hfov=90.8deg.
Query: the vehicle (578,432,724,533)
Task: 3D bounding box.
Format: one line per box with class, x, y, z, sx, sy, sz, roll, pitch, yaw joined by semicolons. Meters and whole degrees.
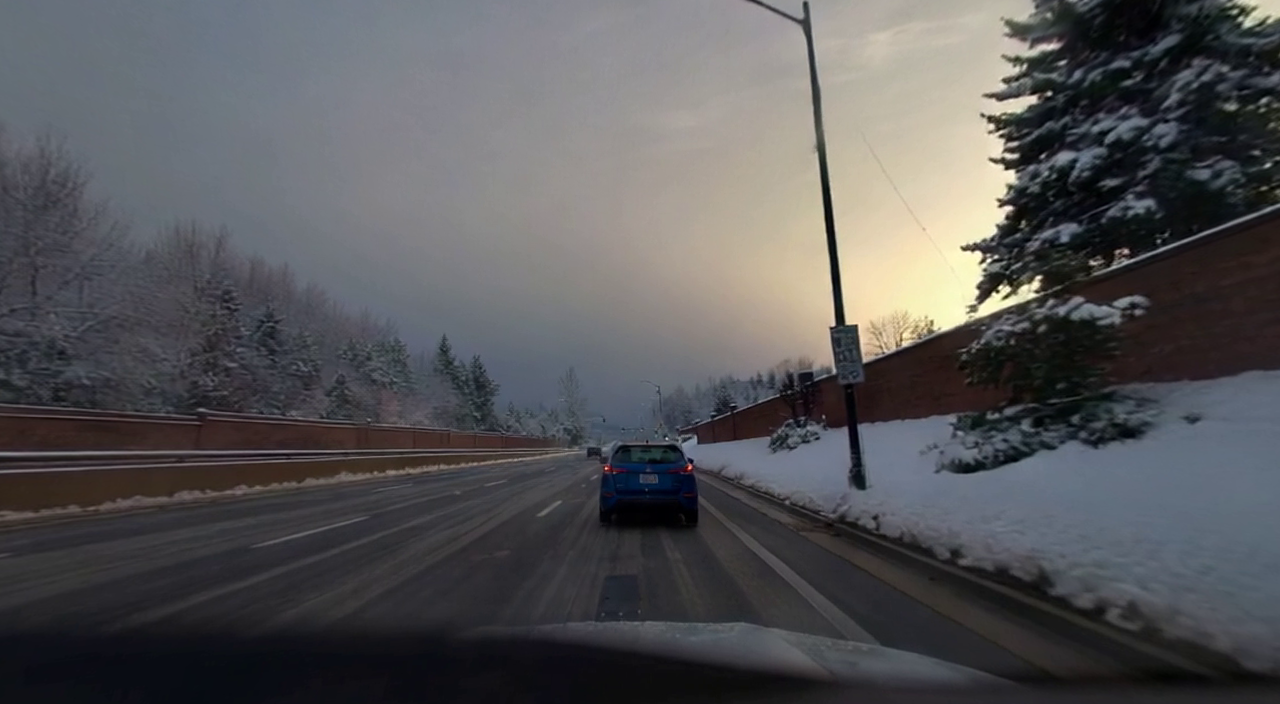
vehicle;0.147;2.303;11.792;2.205;1.509;4.272;0;-8;-1
